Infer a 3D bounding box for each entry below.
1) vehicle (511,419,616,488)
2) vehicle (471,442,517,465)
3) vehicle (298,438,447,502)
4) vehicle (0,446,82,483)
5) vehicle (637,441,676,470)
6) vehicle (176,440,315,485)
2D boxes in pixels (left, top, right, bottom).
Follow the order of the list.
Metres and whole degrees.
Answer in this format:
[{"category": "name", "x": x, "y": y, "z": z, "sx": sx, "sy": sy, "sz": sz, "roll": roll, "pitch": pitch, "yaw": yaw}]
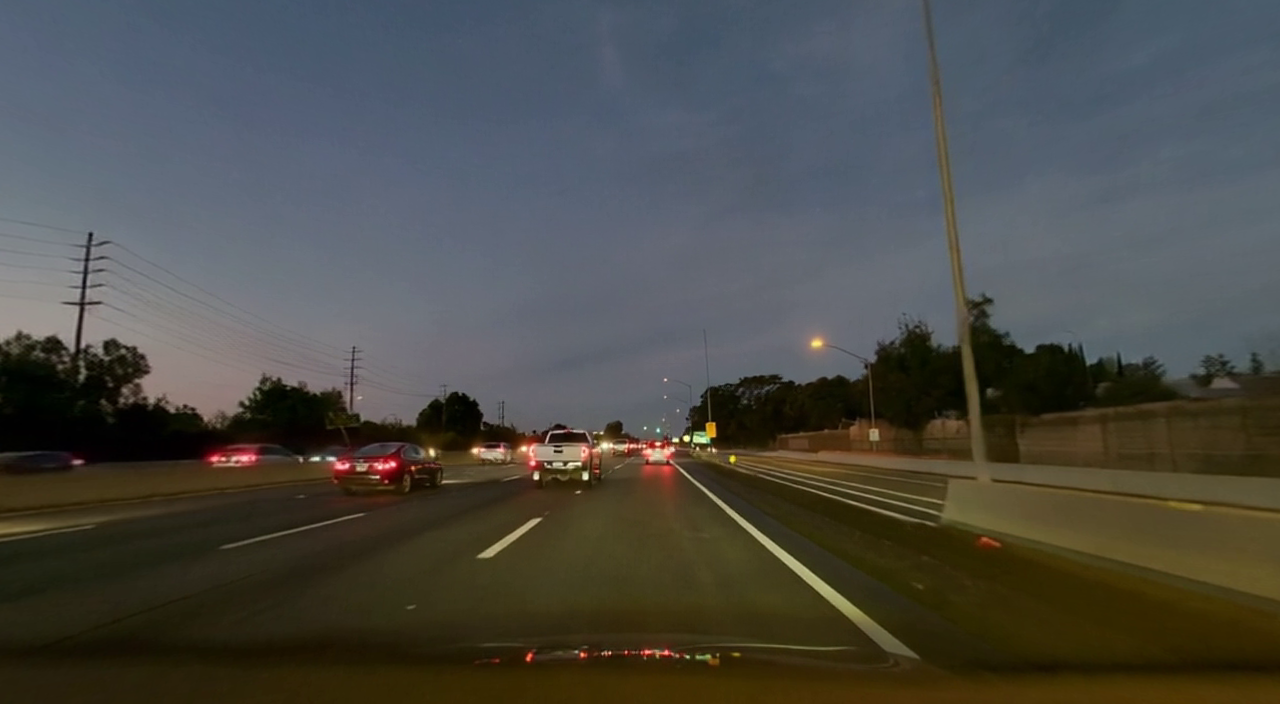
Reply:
[{"category": "vehicle", "x": -2.481, "y": 3.610, "z": 22.626, "sx": 2.815, "sy": 2.092, "sz": 6.526, "roll": 0, "pitch": -8, "yaw": 1}, {"category": "vehicle", "x": -9.847, "y": 6.862, "z": 42.745, "sx": 1.915, "sy": 1.472, "sz": 4.502, "roll": 0, "pitch": -8, "yaw": 2}, {"category": "vehicle", "x": -6.974, "y": 3.090, "z": 16.993, "sx": 1.964, "sy": 1.481, "sz": 4.425, "roll": 0, "pitch": -8, "yaw": 2}, {"category": "vehicle", "x": -28.152, "y": 4.978, "z": 27.930, "sx": 1.805, "sy": 1.574, "sz": 5.082, "roll": 0, "pitch": -8, "yaw": 2}, {"category": "vehicle", "x": 0.861, "y": 5.582, "z": 34.148, "sx": 2.013, "sy": 1.444, "sz": 4.447, "roll": 0, "pitch": -8, "yaw": 1}, {"category": "vehicle", "x": -14.278, "y": 4.006, "z": 23.150, "sx": 1.938, "sy": 1.475, "sz": 4.760, "roll": 0, "pitch": -8, "yaw": 2}]
